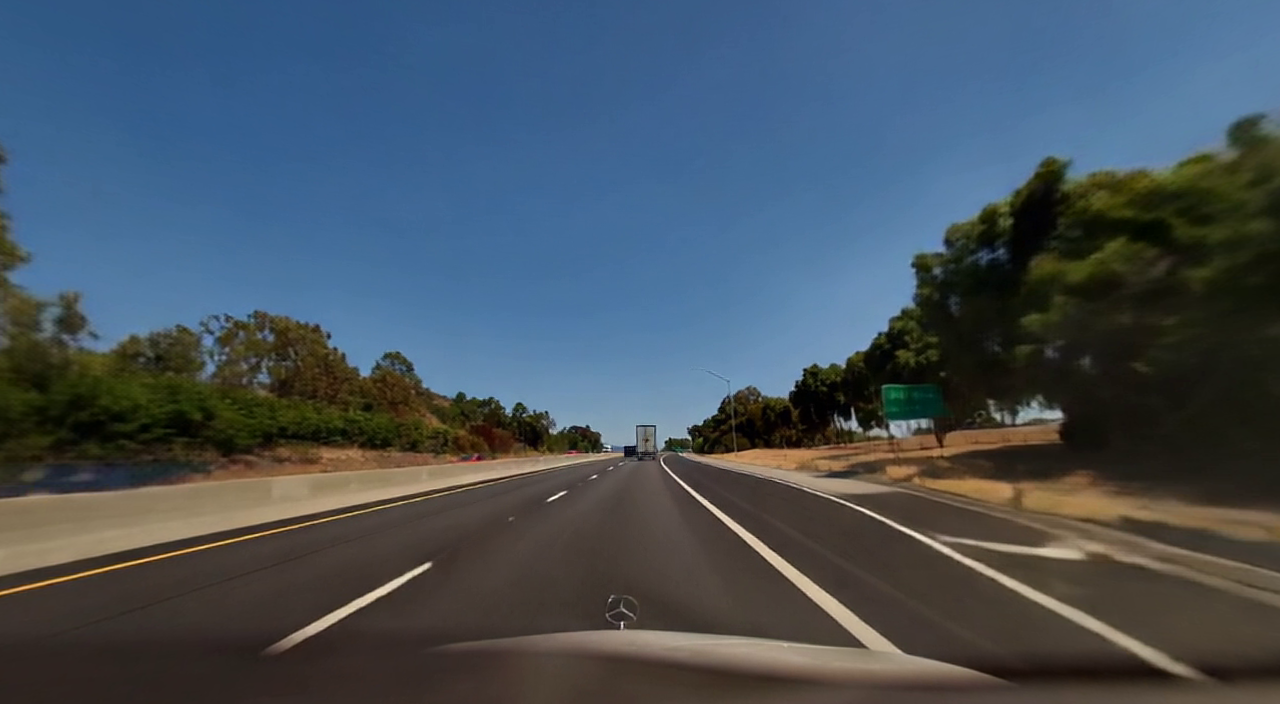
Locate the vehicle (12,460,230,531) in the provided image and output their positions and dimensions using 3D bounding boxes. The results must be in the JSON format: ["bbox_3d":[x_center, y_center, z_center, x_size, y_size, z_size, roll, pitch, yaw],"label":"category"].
[{"bbox_3d":[-13.310,3.667,16.649,1.994,1.515,4.361,0,-9,1],"label":"vehicle"}]
